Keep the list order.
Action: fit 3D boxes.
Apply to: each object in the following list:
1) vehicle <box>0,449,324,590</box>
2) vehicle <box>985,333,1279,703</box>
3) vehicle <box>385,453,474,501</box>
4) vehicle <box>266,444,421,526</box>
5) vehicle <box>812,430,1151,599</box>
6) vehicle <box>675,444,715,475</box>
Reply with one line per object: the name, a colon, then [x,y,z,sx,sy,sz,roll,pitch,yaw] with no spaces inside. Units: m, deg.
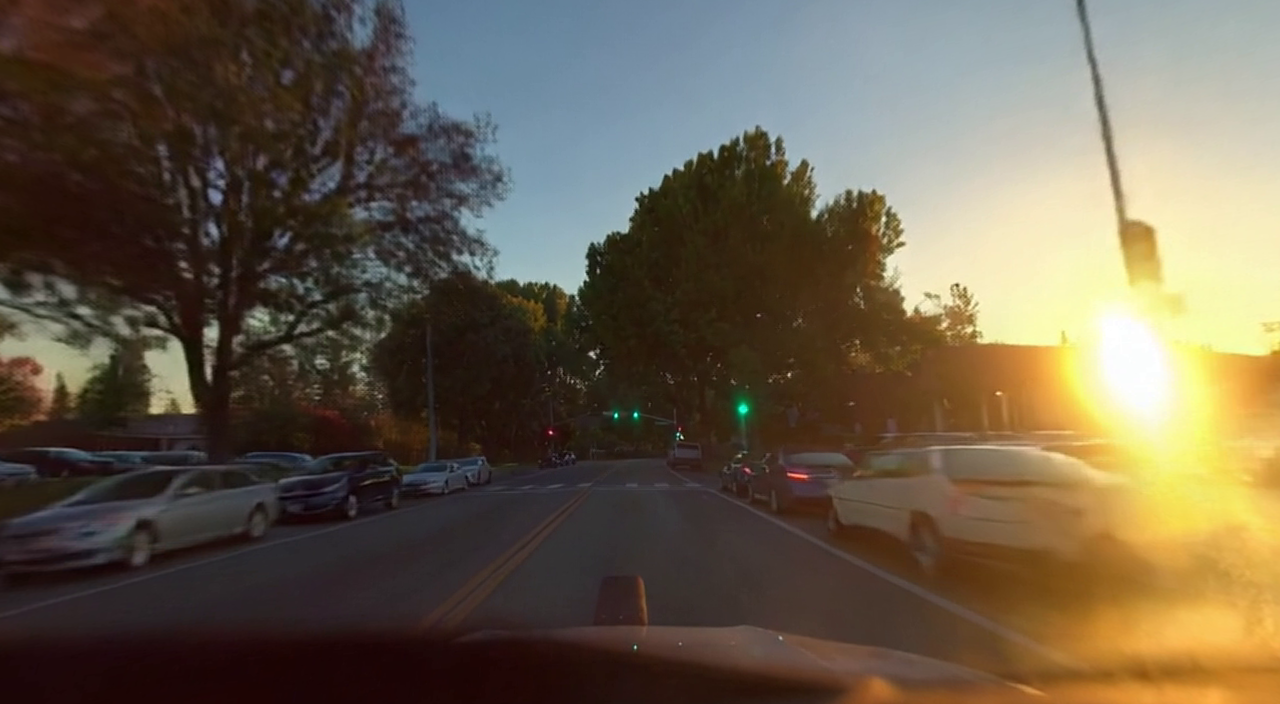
vehicle: [-7.354,2.472,10.318,2.113,1.486,4.774,-3,-7,-2]
vehicle: [3.989,0.765,2.249,2.255,1.863,5.629,0,-9,-1]
vehicle: [-7.697,4.570,23.608,2.013,1.550,4.290,0,-9,-2]
vehicle: [-7.562,3.369,16.743,2.091,1.724,4.536,-2,-7,-2]
vehicle: [3.800,1.849,8.144,1.914,1.552,4.321,0,-9,0]
vehicle: [3.604,7.137,42.306,2.034,1.906,4.653,0,-9,-2]
